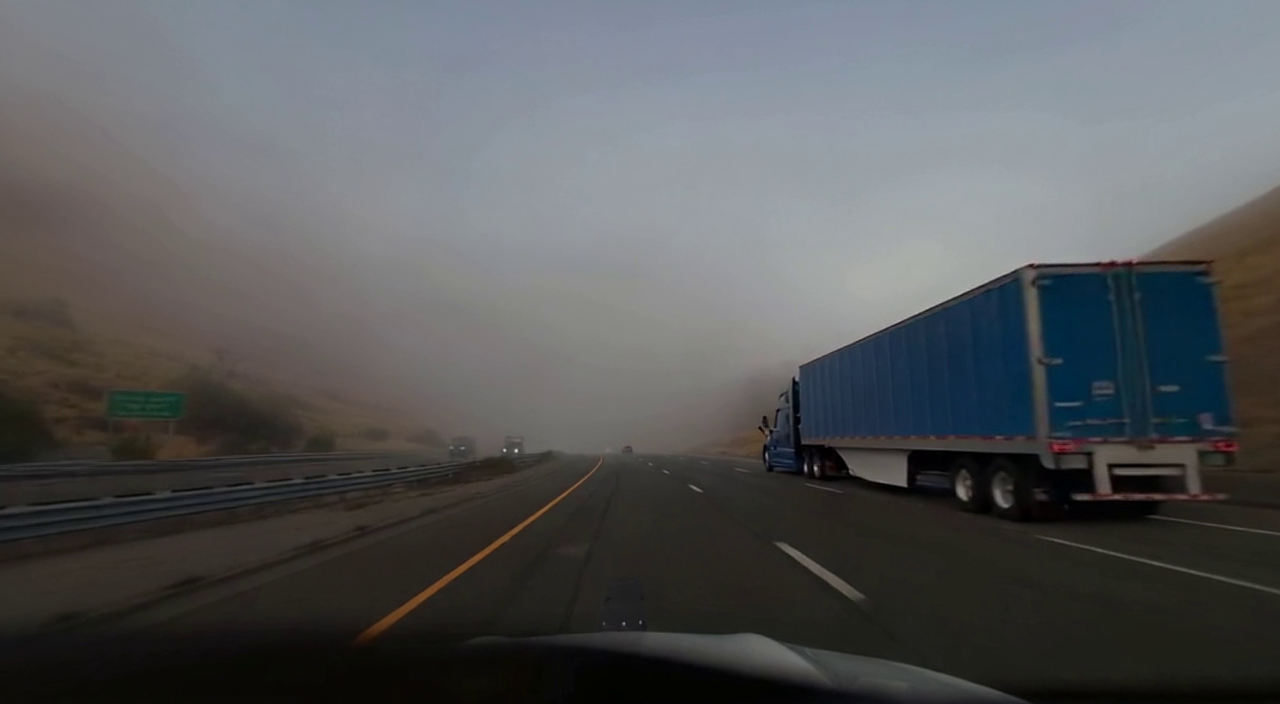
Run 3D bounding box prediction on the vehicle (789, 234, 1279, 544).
[{"bbox_3d":[7.475,1.603,16.586,2.923,4.182,16.345,0,-8,-1],"label":"vehicle"}]
